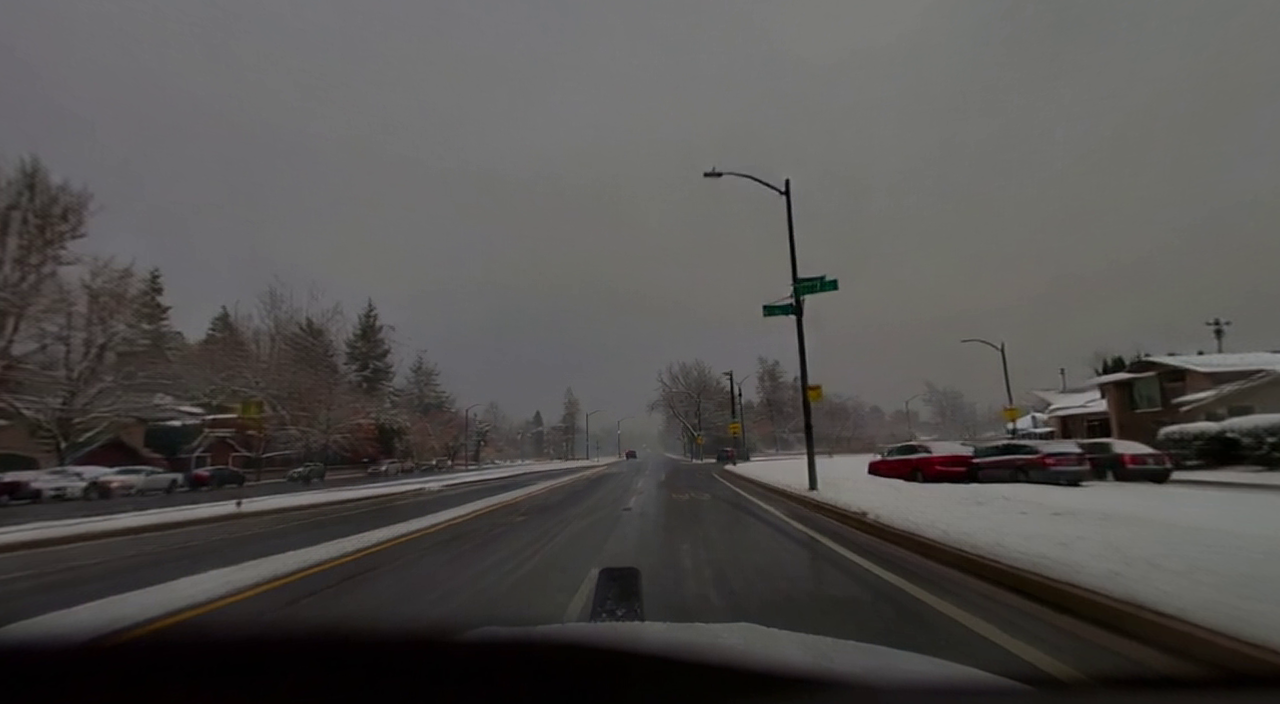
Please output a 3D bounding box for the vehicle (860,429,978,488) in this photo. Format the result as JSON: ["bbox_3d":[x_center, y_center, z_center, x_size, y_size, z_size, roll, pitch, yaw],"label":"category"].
[{"bbox_3d":[9.053,3.636,21.003,2.004,1.476,4.588,-4,-14,3],"label":"vehicle"}]

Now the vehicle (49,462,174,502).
[{"bbox_3d":[-27.854,6.843,33.586,2.076,1.815,4.985,-1,-9,4],"label":"vehicle"}]

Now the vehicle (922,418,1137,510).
[{"bbox_3d":[8.964,2.820,15.200,1.923,1.741,4.683,-3,-13,-2],"label":"vehicle"}]

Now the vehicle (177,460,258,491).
[{"bbox_3d":[-27.444,8.112,41.231,1.936,1.723,4.573,-4,-13,3],"label":"vehicle"}]
